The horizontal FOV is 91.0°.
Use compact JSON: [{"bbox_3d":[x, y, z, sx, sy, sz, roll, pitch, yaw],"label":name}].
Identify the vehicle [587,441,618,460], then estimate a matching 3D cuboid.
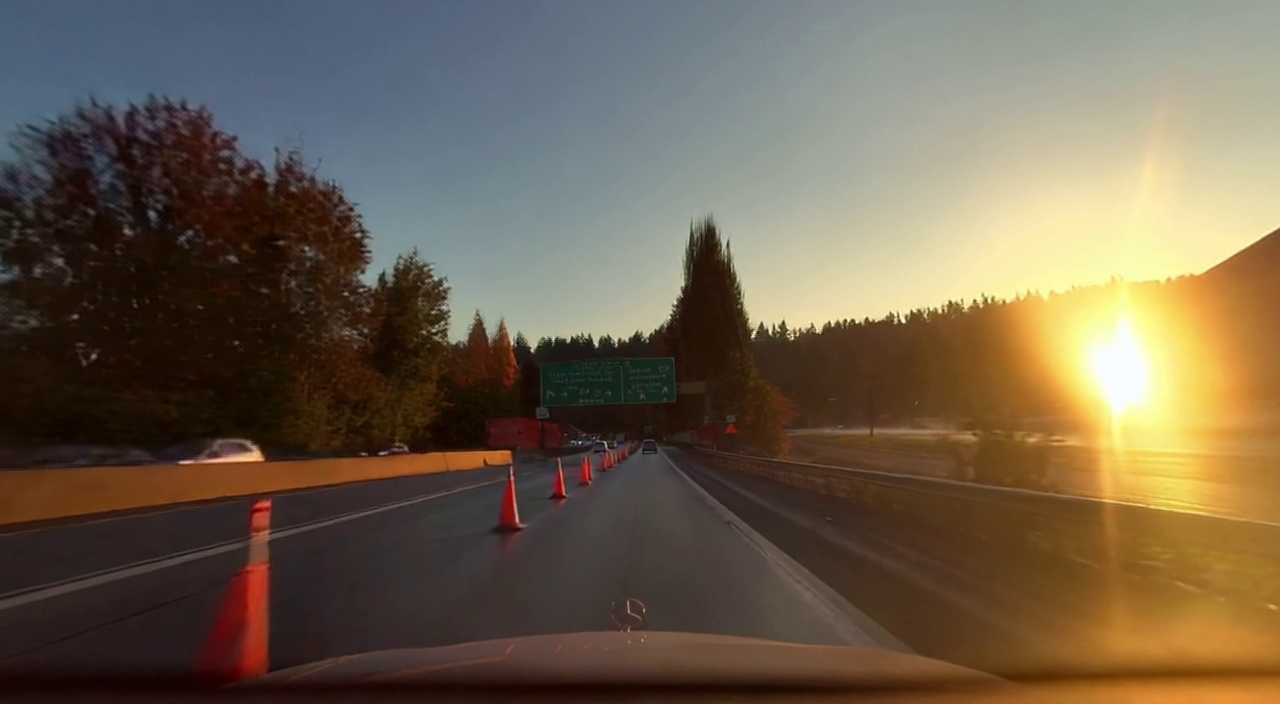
[{"bbox_3d":[-2.886,7.765,49.804,2.118,1.475,4.263,0,-8,1],"label":"vehicle"}]
